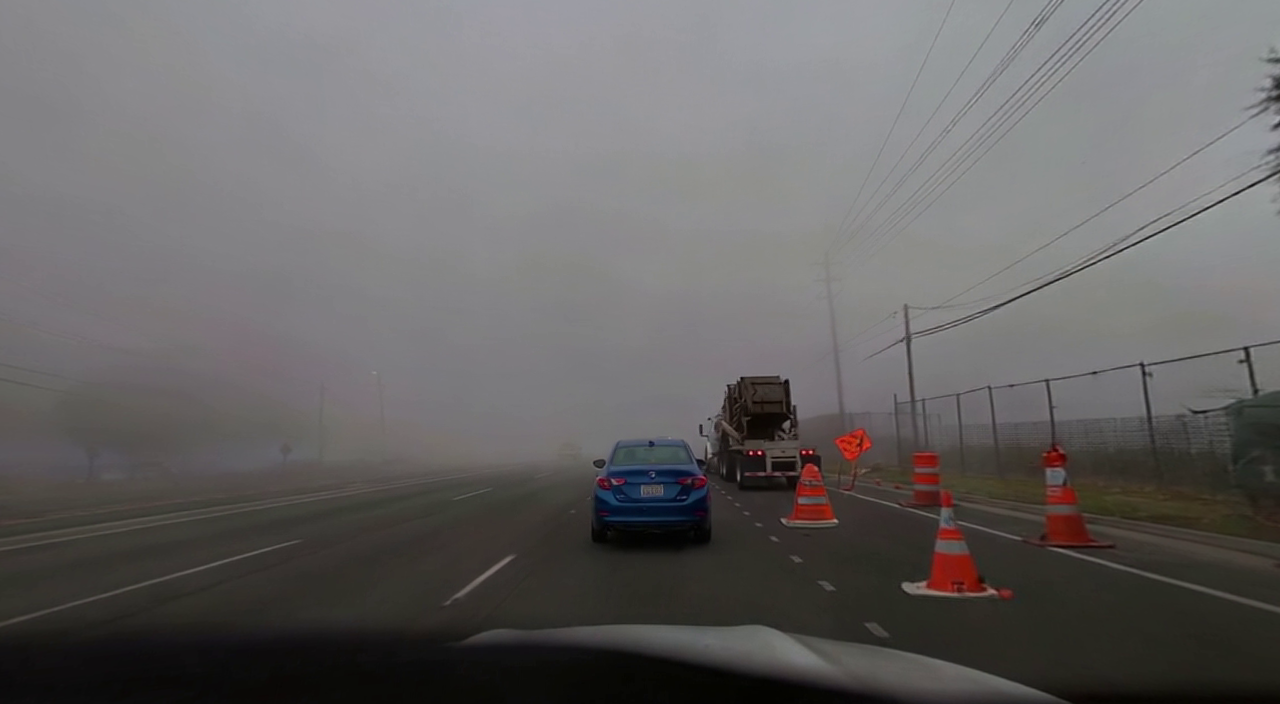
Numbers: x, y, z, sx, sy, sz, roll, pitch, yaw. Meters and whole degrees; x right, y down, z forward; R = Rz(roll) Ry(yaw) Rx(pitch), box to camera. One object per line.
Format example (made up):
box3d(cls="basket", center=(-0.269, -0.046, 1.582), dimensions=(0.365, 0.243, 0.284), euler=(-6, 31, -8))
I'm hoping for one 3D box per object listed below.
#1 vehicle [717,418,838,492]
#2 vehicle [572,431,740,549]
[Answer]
box3d(cls="vehicle", center=(4.154, 3.288, 20.445), dimensions=(2.555, 2.017, 6.201), euler=(0, -8, 1))
box3d(cls="vehicle", center=(0.211, 2.071, 10.192), dimensions=(2.128, 1.473, 4.272), euler=(0, -8, 0))
